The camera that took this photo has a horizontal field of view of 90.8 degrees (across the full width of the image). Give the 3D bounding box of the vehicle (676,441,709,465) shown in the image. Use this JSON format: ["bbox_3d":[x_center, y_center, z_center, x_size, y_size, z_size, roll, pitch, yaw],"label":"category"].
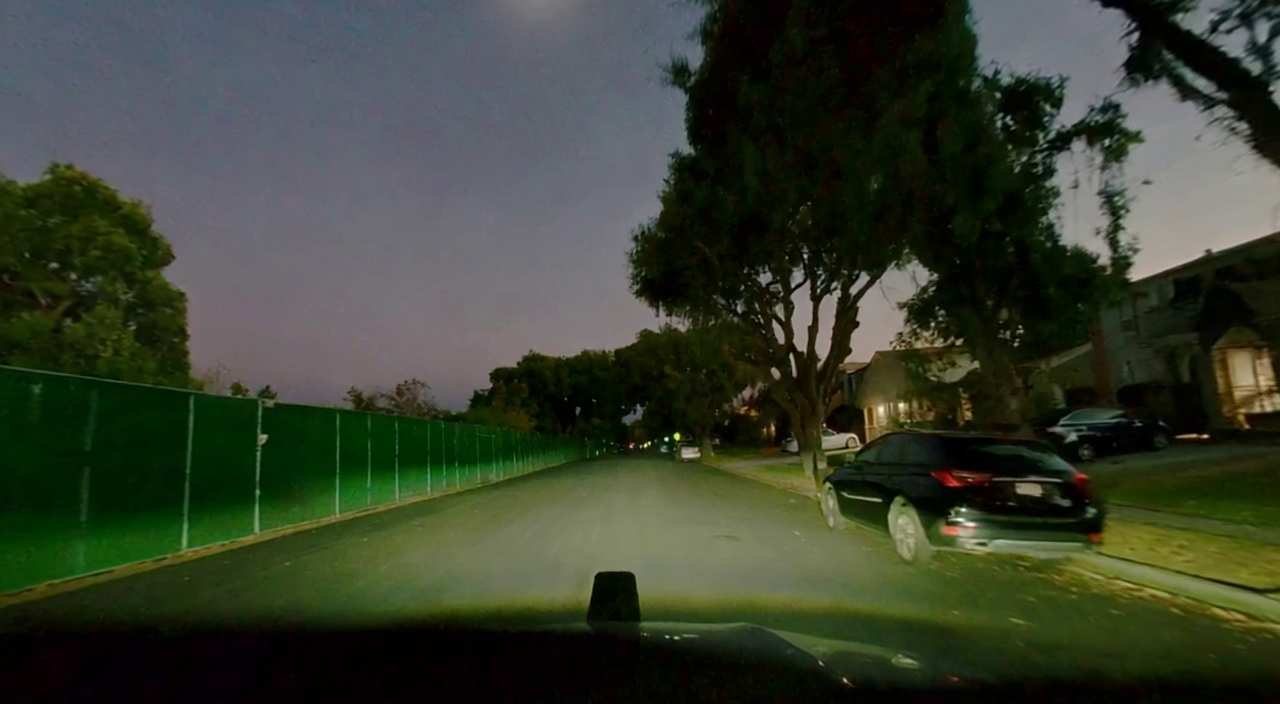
[{"bbox_3d":[3.910,7.615,47.648,2.122,1.673,4.876,0,-9,1],"label":"vehicle"}]

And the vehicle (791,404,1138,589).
[{"bbox_3d":[3.650,1.740,8.412,2.165,1.688,4.642,-2,-9,1],"label":"vehicle"}]
